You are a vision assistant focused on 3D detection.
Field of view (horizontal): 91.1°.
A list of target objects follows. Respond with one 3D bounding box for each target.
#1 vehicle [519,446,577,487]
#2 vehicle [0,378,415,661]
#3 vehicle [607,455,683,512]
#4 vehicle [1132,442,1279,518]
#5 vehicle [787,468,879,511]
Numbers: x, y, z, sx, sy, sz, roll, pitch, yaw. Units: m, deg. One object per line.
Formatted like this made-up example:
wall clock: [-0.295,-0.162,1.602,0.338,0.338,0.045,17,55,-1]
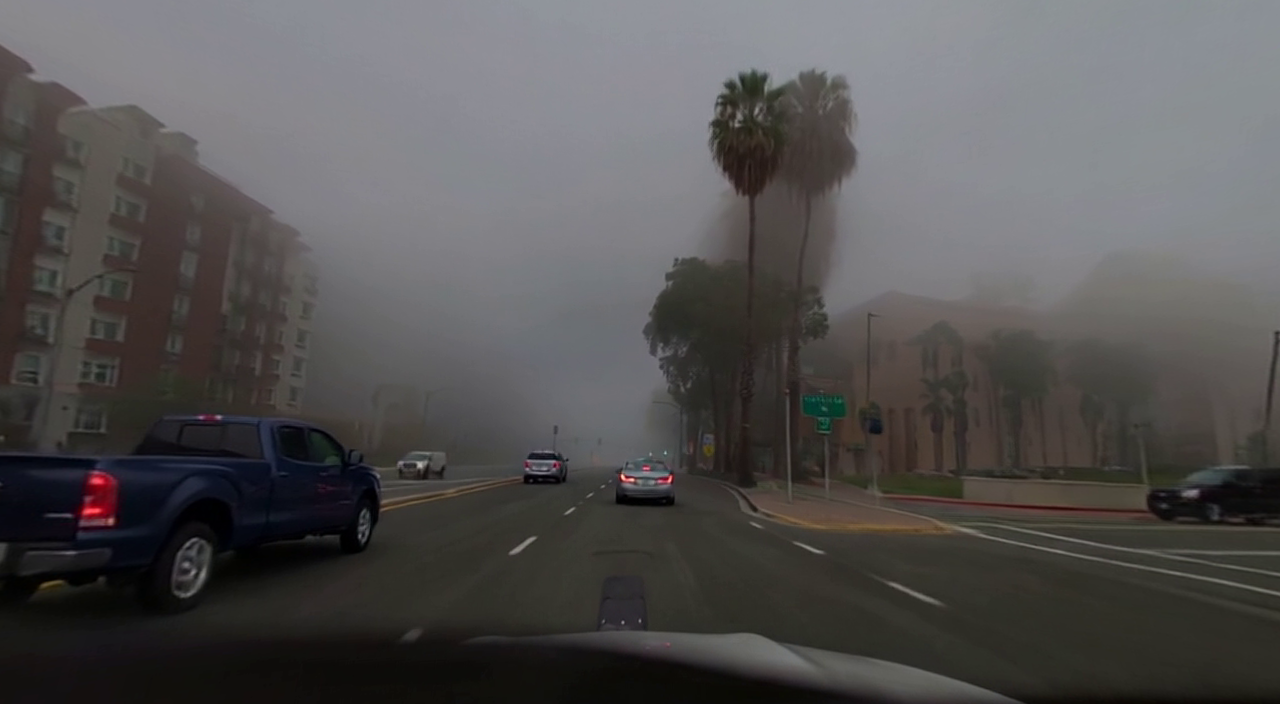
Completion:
vehicle: [-5.094,6.458,35.645,2.447,2.062,5.911,1,-10,-1]
vehicle: [-4.878,1.627,7.374,2.187,1.904,6.103,1,-10,0]
vehicle: [0.119,4.050,19.820,2.122,1.562,4.152,1,-10,-1]
vehicle: [33.234,7.473,36.735,5.858,4.169,3.001,0,-12,2]
vehicle: [6.878,4.884,22.581,2.949,1.209,3.070,-1,-10,15]
